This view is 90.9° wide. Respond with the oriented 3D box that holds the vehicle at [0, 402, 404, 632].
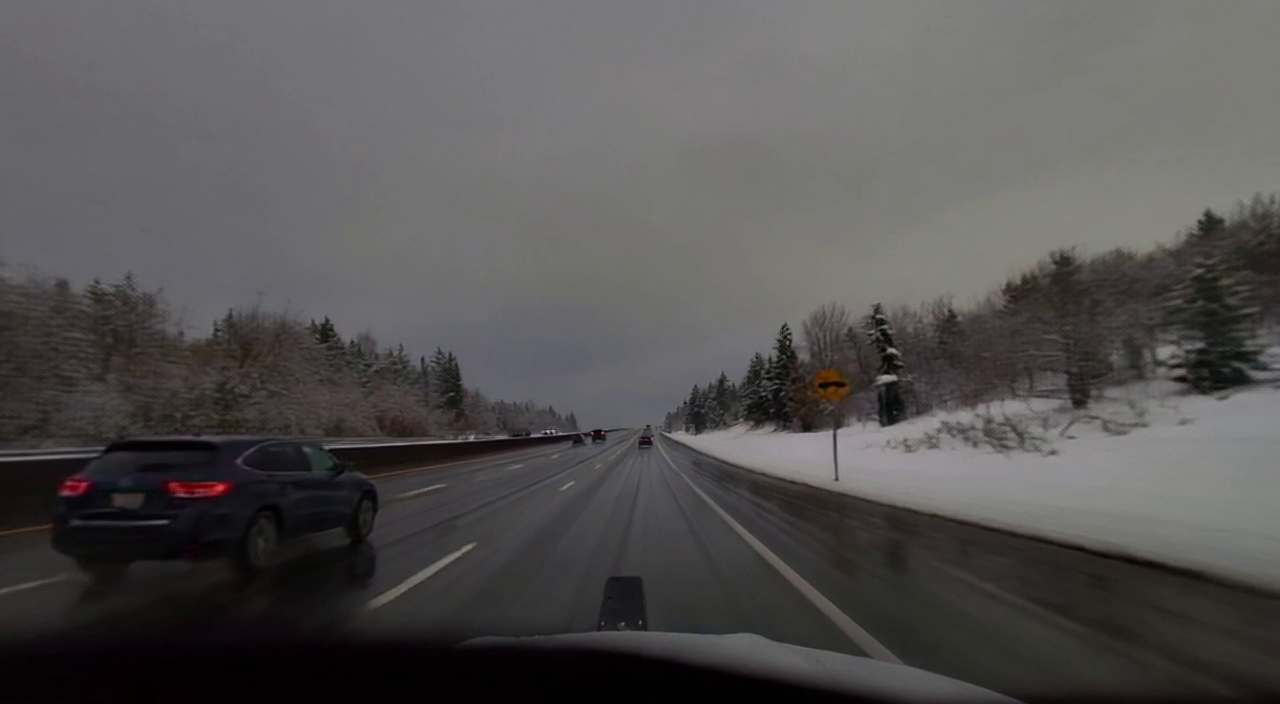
[{"bbox_3d":[-4.500,1.478,6.742,2.071,1.556,4.729,0,-8,1],"label":"vehicle"}]
